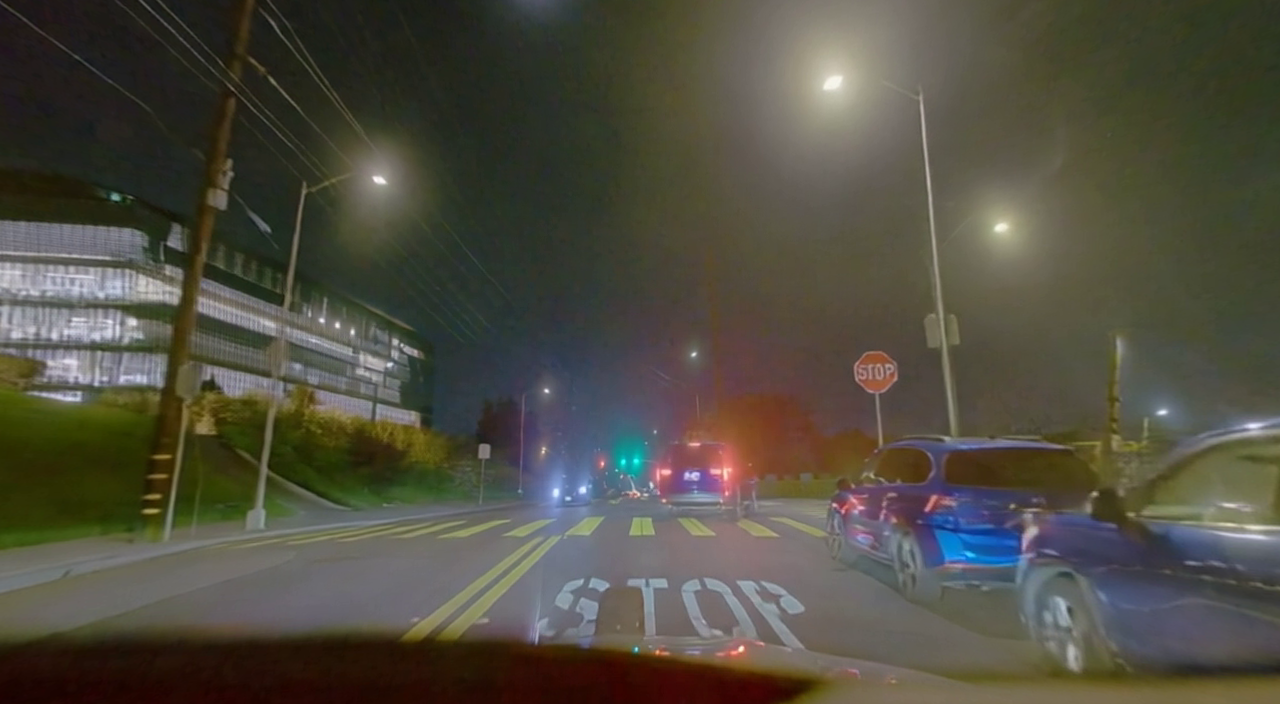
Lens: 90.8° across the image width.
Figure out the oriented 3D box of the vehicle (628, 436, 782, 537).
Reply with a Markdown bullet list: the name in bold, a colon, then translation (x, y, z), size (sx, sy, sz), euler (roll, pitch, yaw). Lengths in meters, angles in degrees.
- **vehicle**: translation (1.671, 2.833, 14.158), size (2.214, 1.789, 4.872), euler (-3, -9, 20)

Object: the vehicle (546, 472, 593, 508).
- **vehicle**: translation (-3.538, 7.011, 32.339), size (1.911, 1.563, 4.057), euler (0, -8, 0)

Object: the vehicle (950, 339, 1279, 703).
- **vehicle**: translation (3.309, 0.821, 2.230), size (2.039, 1.731, 4.428), euler (0, -8, -2)
